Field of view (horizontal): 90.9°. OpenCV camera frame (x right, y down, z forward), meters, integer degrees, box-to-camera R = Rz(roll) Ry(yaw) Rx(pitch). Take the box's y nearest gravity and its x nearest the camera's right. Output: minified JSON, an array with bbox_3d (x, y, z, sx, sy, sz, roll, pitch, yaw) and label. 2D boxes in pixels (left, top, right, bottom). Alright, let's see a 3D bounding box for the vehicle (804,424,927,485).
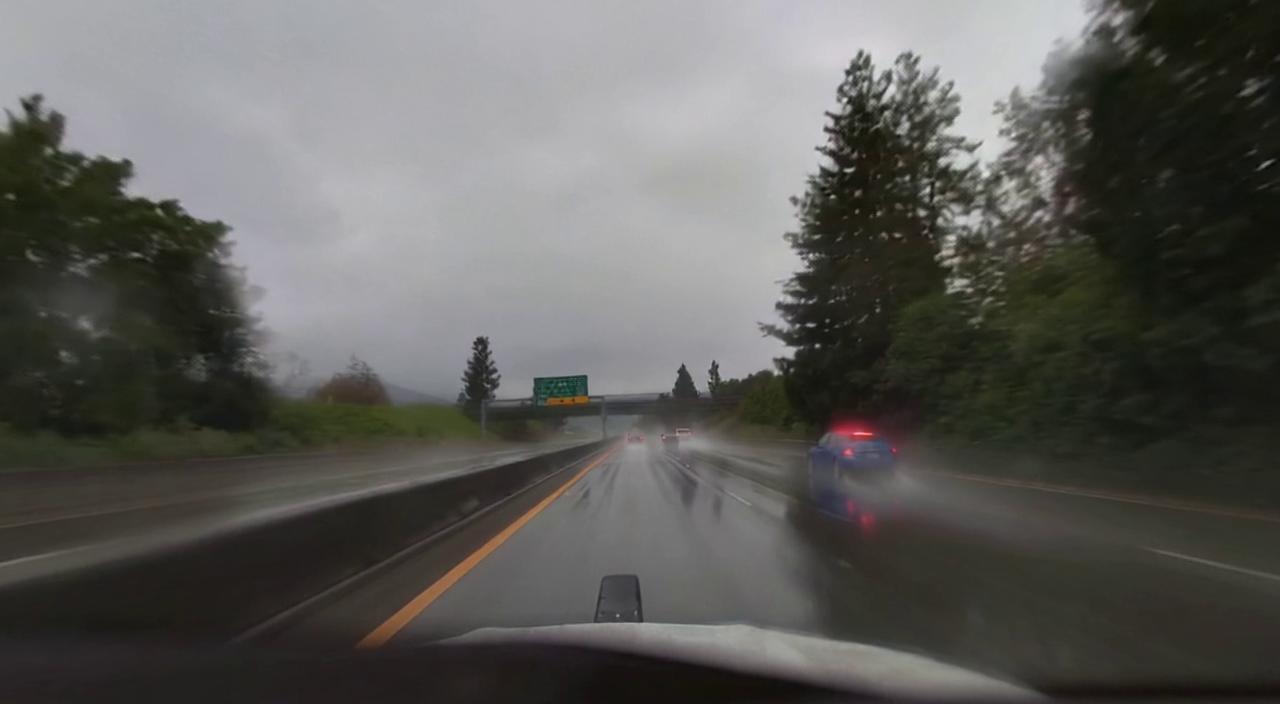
[{"bbox_3d":[6.515,2.990,18.736,1.940,1.578,4.122,0,-8,-3],"label":"vehicle"}]
